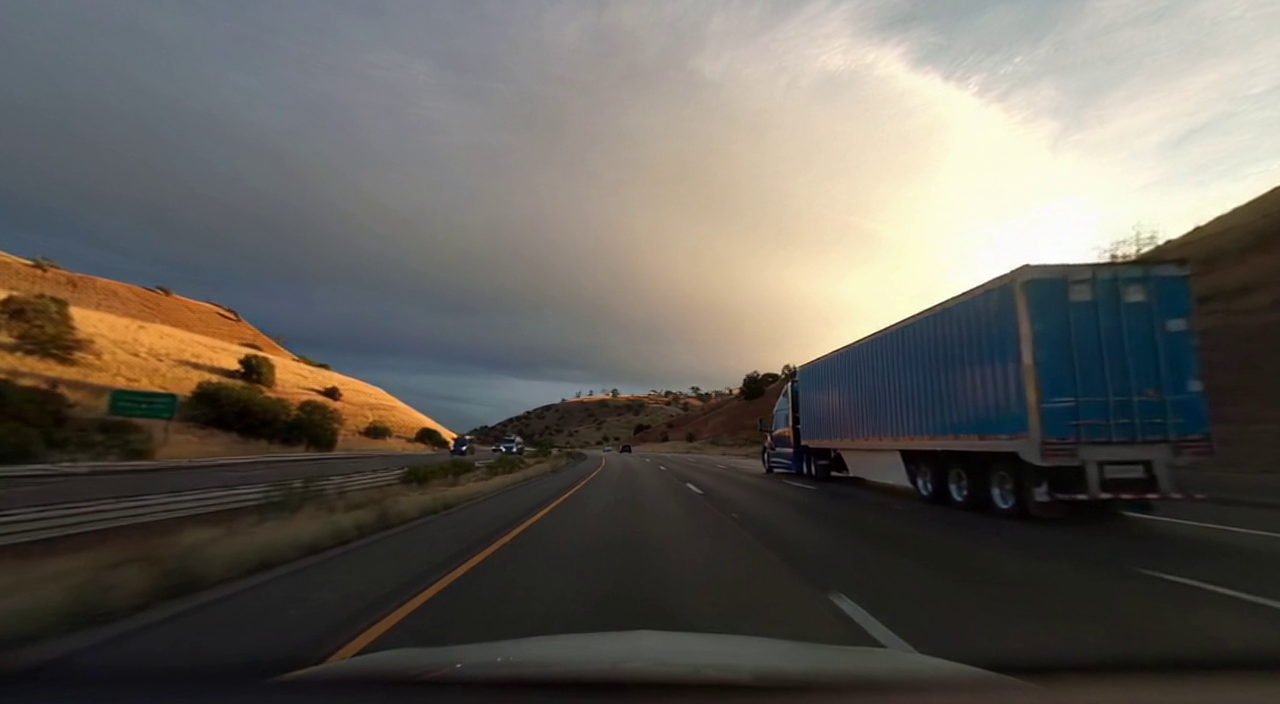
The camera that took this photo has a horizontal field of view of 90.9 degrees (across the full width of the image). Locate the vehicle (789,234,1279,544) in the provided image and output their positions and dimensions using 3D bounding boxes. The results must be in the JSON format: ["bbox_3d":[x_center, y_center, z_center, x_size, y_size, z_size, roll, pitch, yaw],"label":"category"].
[{"bbox_3d":[7.475,1.603,16.586,2.923,4.182,16.345,0,-8,-1],"label":"vehicle"}]
